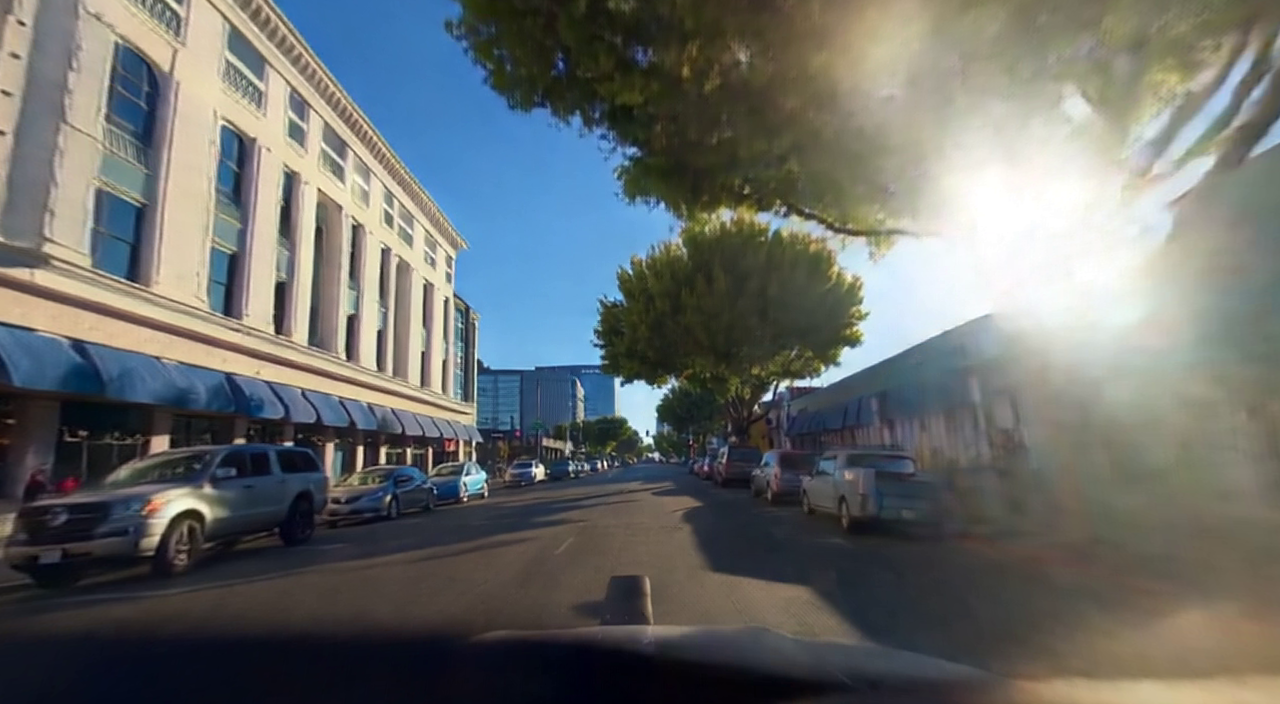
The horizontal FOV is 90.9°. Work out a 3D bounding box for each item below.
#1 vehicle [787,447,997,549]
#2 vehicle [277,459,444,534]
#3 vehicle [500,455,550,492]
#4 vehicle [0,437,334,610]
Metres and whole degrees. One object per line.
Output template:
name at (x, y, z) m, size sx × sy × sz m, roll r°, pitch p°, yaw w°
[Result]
vehicle at (4.344, 2.573, 11.914) m, size 1.973 × 1.494 × 4.867 m, roll 0°, pitch -9°, yaw 0°
vehicle at (-6.956, 3.616, 16.432) m, size 2.001 × 1.502 × 4.851 m, roll -1°, pitch -8°, yaw 2°
vehicle at (-6.463, 6.873, 36.046) m, size 1.996 × 1.770 × 5.518 m, roll -2°, pitch -9°, yaw -2°
vehicle at (-6.924, 2.299, 9.665) m, size 2.238 × 1.891 × 4.780 m, roll -1°, pitch -7°, yaw -2°
